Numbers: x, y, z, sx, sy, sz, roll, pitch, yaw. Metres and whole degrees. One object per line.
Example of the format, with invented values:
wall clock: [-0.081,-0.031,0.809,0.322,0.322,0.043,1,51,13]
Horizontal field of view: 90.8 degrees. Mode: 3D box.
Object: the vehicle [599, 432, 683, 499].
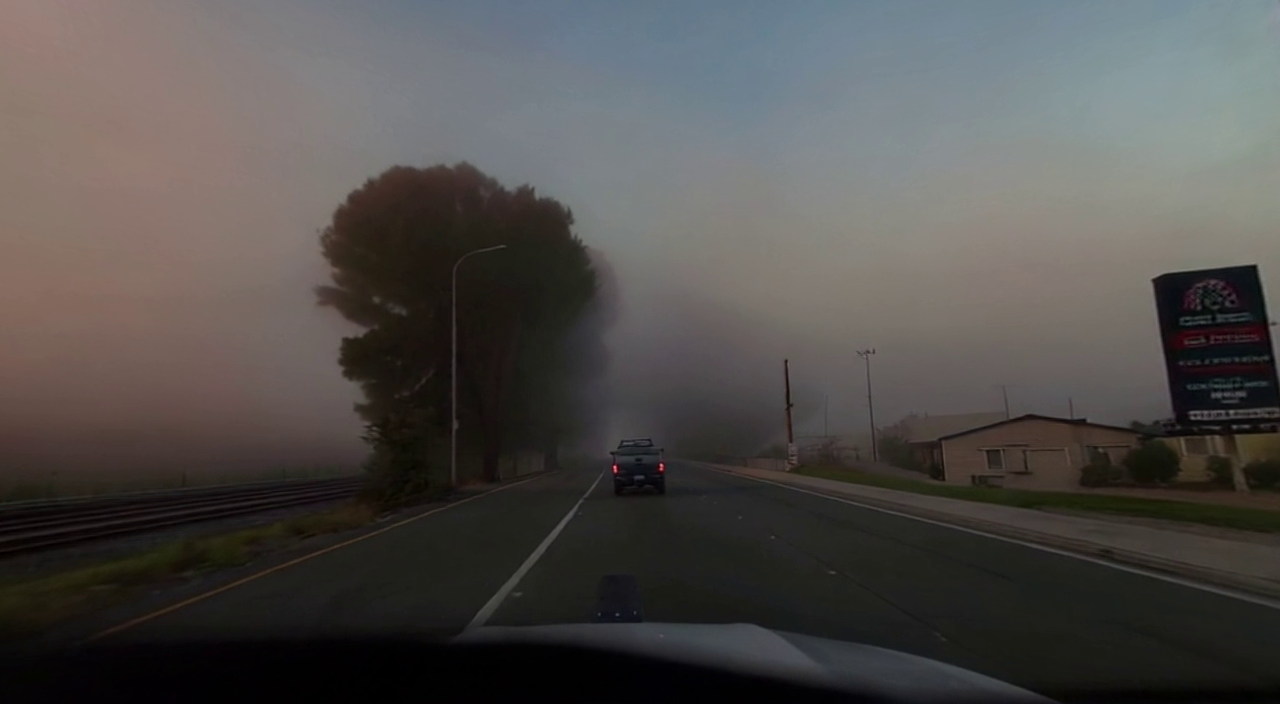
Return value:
vehicle: [0.021,3.698,20.993,2.404,1.926,5.251,0,-9,0]
